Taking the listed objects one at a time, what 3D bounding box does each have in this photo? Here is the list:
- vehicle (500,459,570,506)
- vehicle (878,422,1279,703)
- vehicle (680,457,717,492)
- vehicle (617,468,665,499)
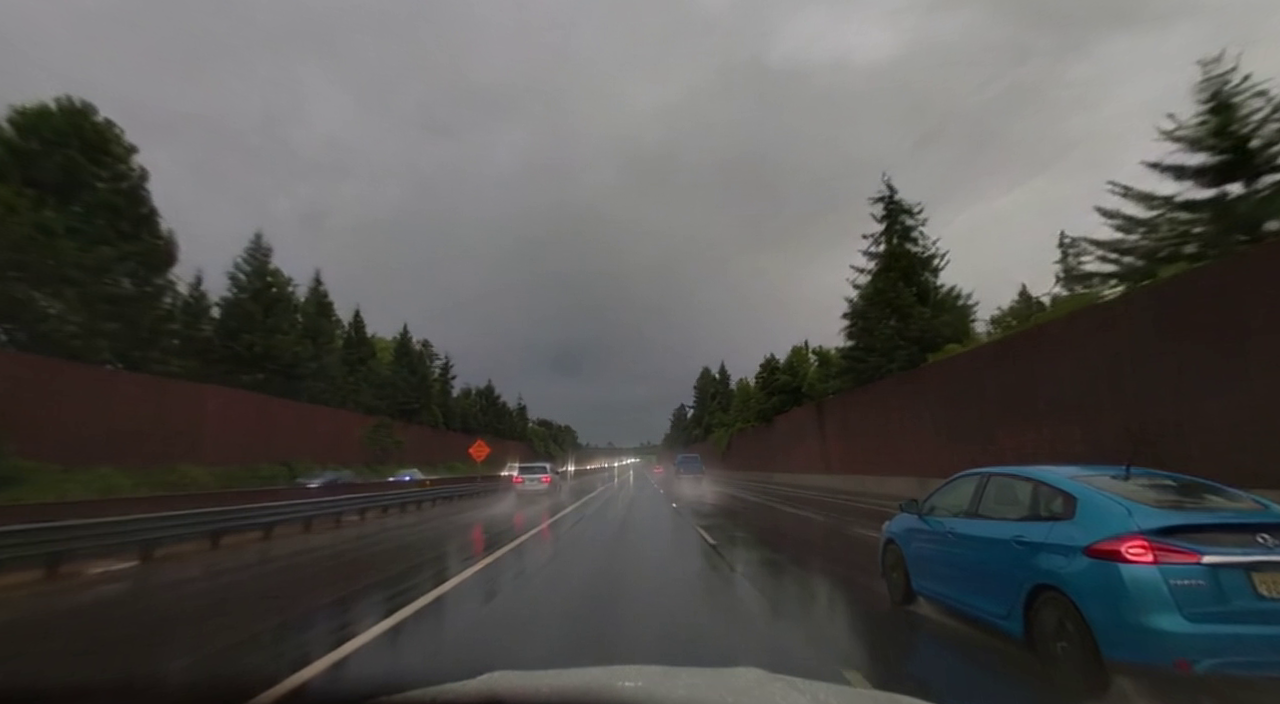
[{"bbox_3d":[-4.157,5.268,25.662,2.021,1.706,4.247,1,-10,0],"label":"vehicle"},{"bbox_3d":[3.528,1.455,4.724,1.938,1.561,3.786,1,-10,-1],"label":"vehicle"},{"bbox_3d":[3.870,8.188,42.149,2.030,2.172,3.621,1,-10,-1],"label":"vehicle"},{"bbox_3d":[0.028,6.579,31.736,2.241,1.425,3.973,1,-10,0],"label":"vehicle"}]
